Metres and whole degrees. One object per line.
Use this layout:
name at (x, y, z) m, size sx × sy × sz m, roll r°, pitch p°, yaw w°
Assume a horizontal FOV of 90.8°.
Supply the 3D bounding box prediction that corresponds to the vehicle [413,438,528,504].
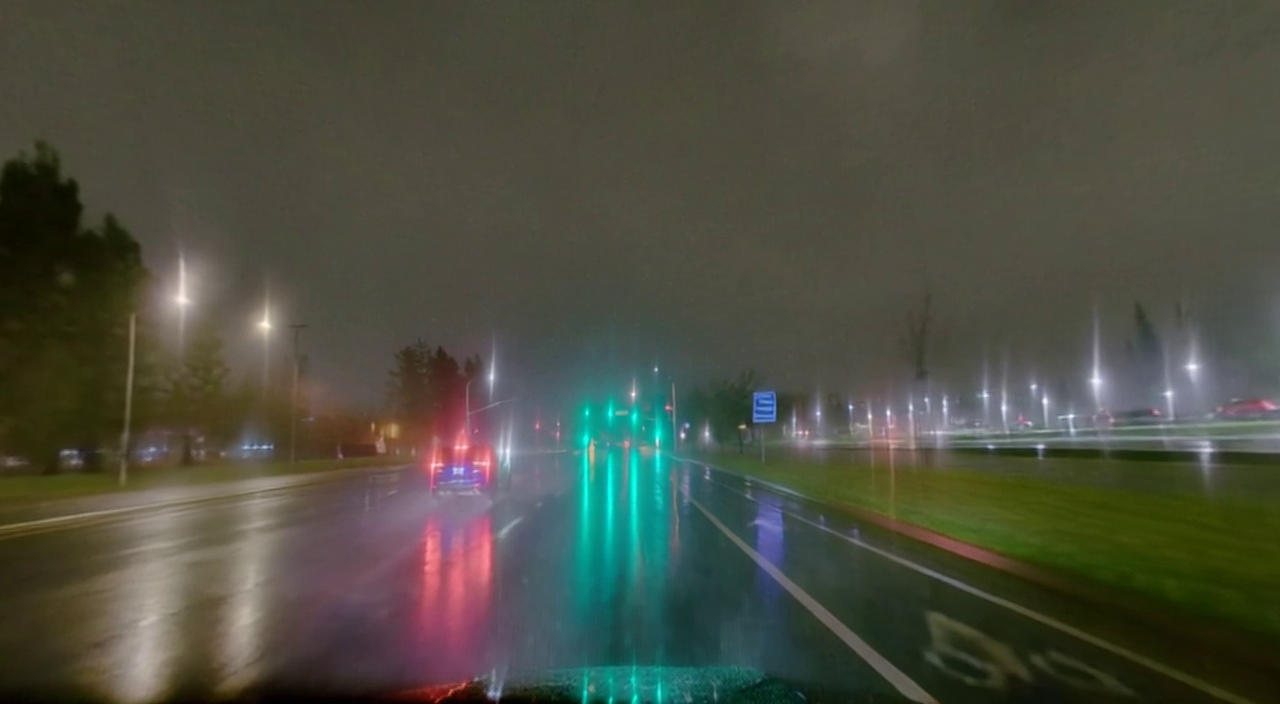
vehicle at (-4.217, 2.995, 16.403) m, size 1.964 × 1.472 × 4.078 m, roll 0°, pitch -8°, yaw -2°
